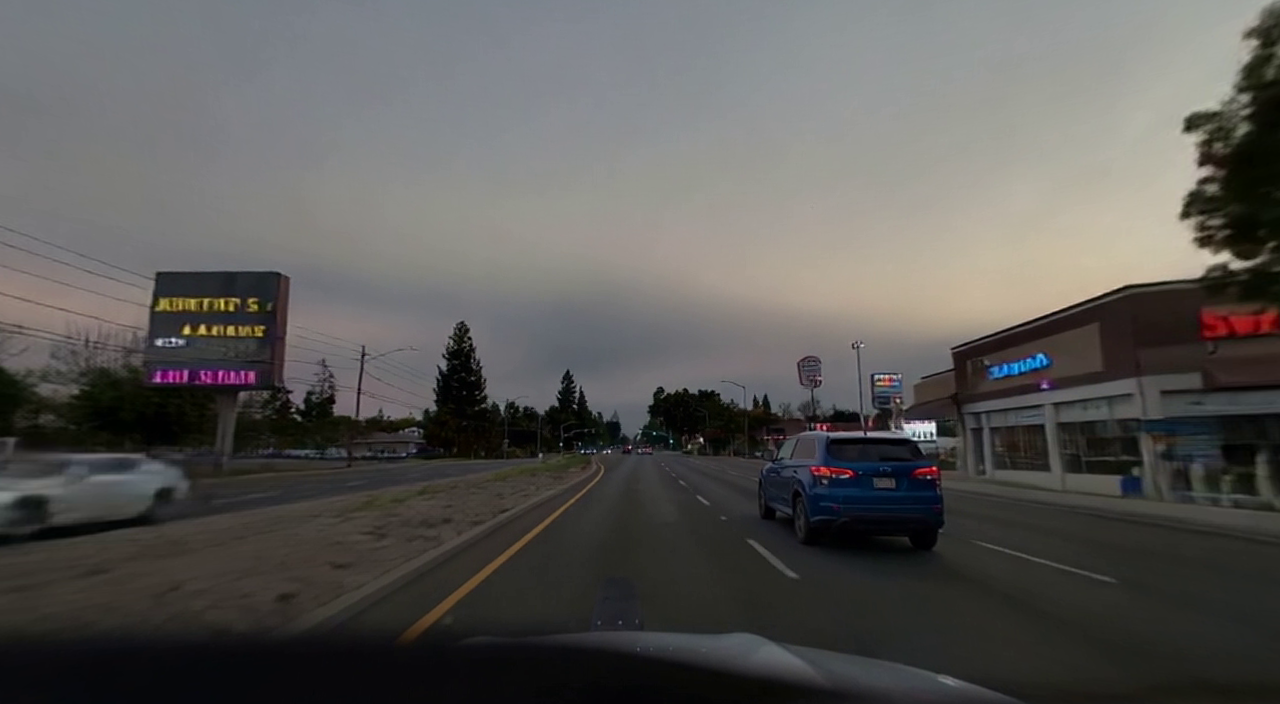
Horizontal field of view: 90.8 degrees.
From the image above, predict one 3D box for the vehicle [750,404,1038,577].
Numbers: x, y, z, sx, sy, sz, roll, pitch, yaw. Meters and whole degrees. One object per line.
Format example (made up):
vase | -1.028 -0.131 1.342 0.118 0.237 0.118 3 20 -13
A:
vehicle | 3.082 1.809 9.032 2.130 1.790 4.615 1 -9 -1
